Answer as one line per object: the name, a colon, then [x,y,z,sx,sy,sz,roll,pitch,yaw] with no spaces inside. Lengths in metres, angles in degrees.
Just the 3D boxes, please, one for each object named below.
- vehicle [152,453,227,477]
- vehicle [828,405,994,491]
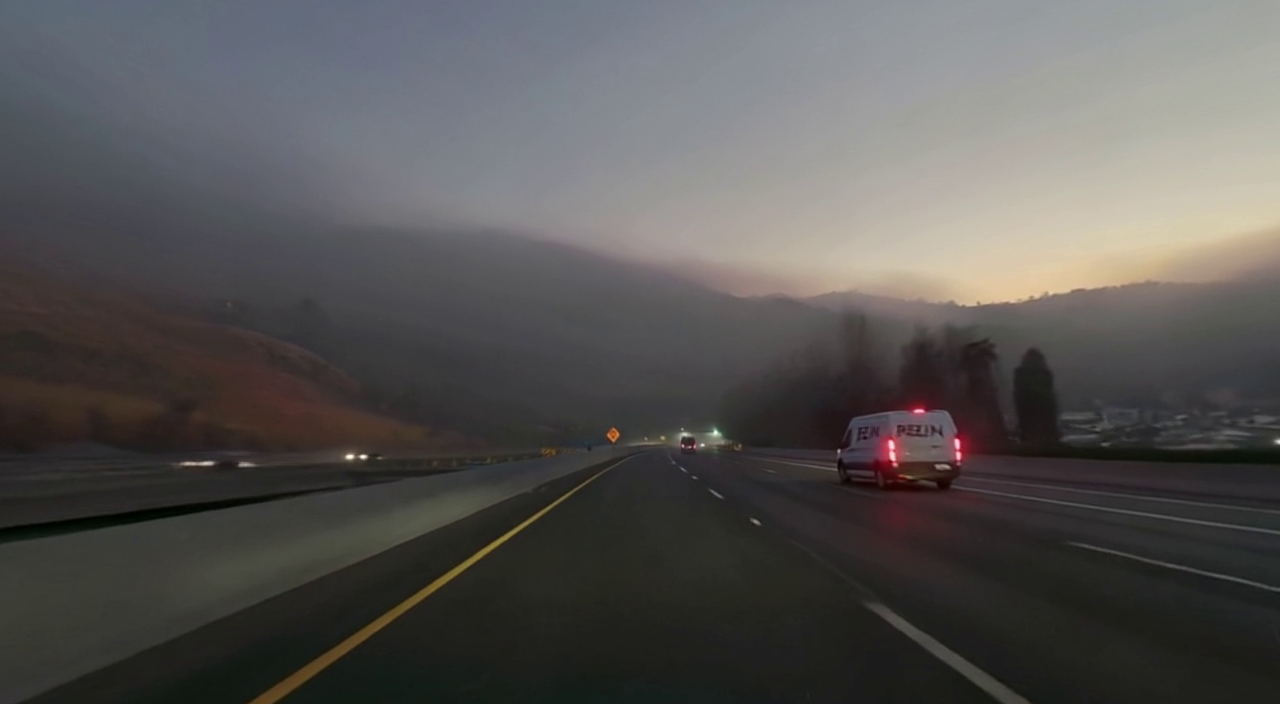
vehicle: [-31.708,7.945,44.561,1.785,1.472,4.603,0,-8,1]
vehicle: [7.375,2.693,18.042,2.275,2.059,5.543,0,-8,0]
